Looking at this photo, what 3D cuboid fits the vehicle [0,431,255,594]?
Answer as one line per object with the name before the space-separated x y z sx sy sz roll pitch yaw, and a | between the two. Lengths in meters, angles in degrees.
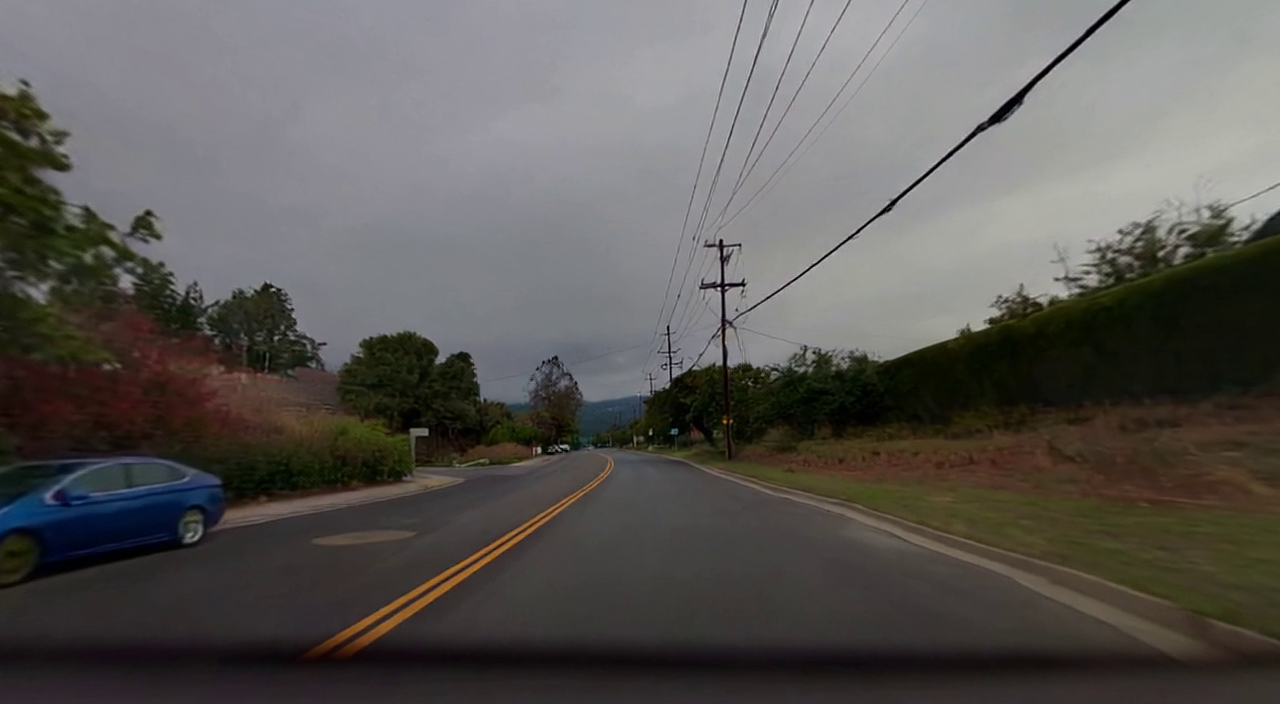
vehicle | -7.707 1.964 8.494 2.114 1.693 4.468 0 -9 2
